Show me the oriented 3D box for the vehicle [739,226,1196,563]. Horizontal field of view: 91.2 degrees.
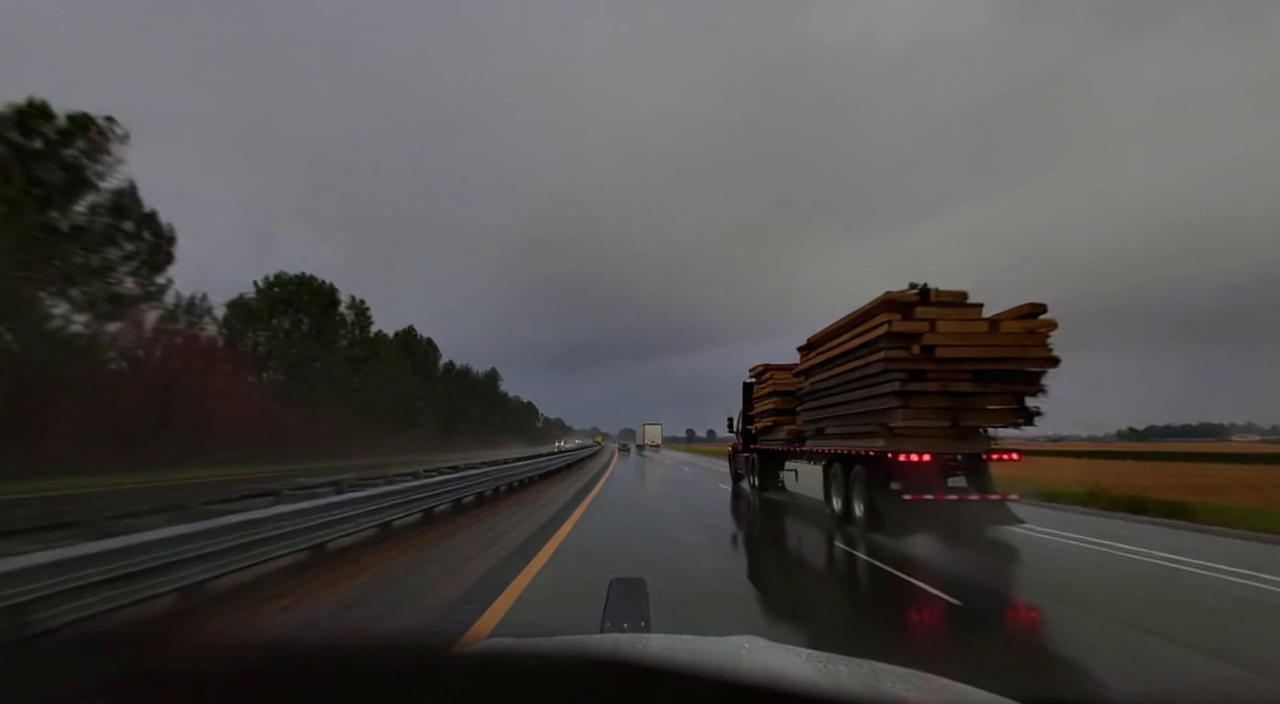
[{"bbox_3d":[4.890,1.465,14.418,2.914,4.000,14.078,0,-8,0],"label":"vehicle"}]
